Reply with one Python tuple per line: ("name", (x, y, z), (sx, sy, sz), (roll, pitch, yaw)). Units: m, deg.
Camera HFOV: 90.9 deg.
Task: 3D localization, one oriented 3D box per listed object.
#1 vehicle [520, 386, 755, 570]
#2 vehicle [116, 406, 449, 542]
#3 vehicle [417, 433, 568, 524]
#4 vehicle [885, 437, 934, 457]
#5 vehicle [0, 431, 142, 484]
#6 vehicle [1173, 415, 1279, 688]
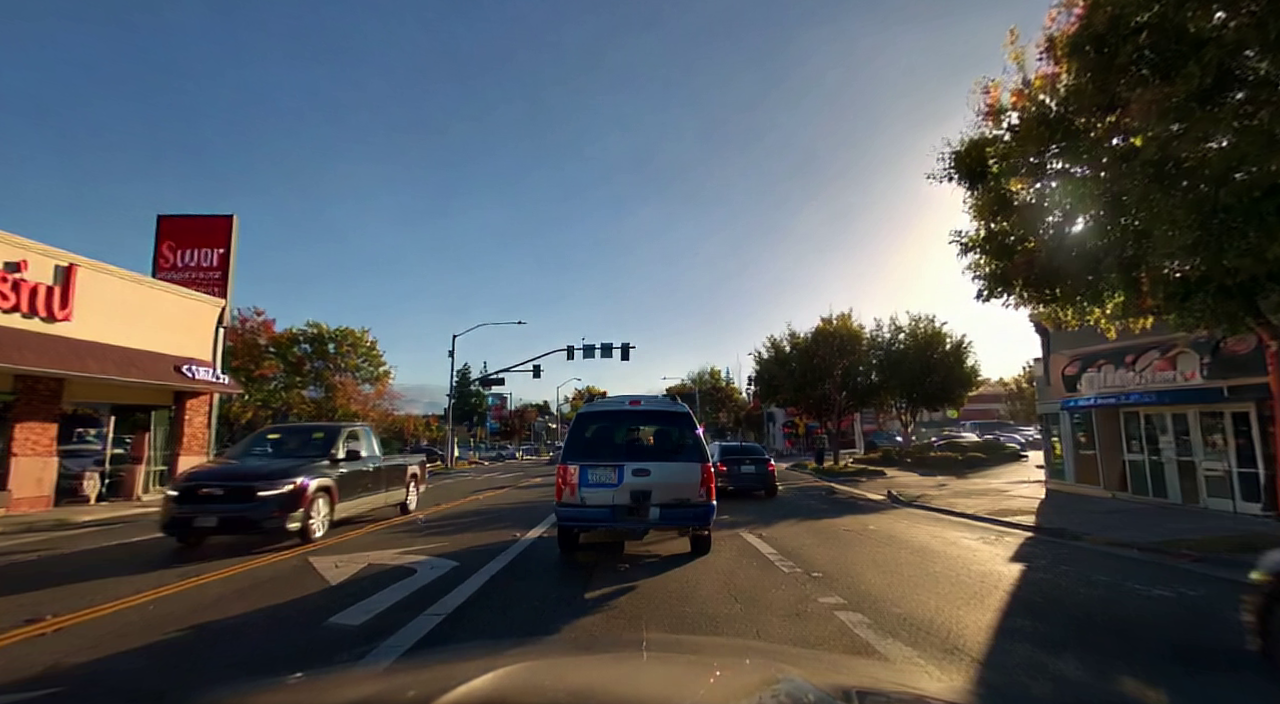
("vehicle", (-0.056, 1.803, 9.851), (2.638, 2.065, 5.313), (0, -8, -1))
("vehicle", (-6.547, 2.377, 13.098), (3.233, 2.097, 6.390), (0, -8, -1))
("vehicle", (-2.857, 2.550, 13.356), (1.975, 1.570, 4.456), (0, -8, 2))
("vehicle", (21.089, 7.474, 49.491), (1.889, 1.496, 4.092), (0, -9, -3))
("vehicle", (-24.264, 4.299, 26.024), (2.131, 1.887, 6.053), (-1, -8, 5))
("vehicle", (4.604, 0.871, 1.772), (1.994, 1.545, 4.919), (0, -8, 2))
